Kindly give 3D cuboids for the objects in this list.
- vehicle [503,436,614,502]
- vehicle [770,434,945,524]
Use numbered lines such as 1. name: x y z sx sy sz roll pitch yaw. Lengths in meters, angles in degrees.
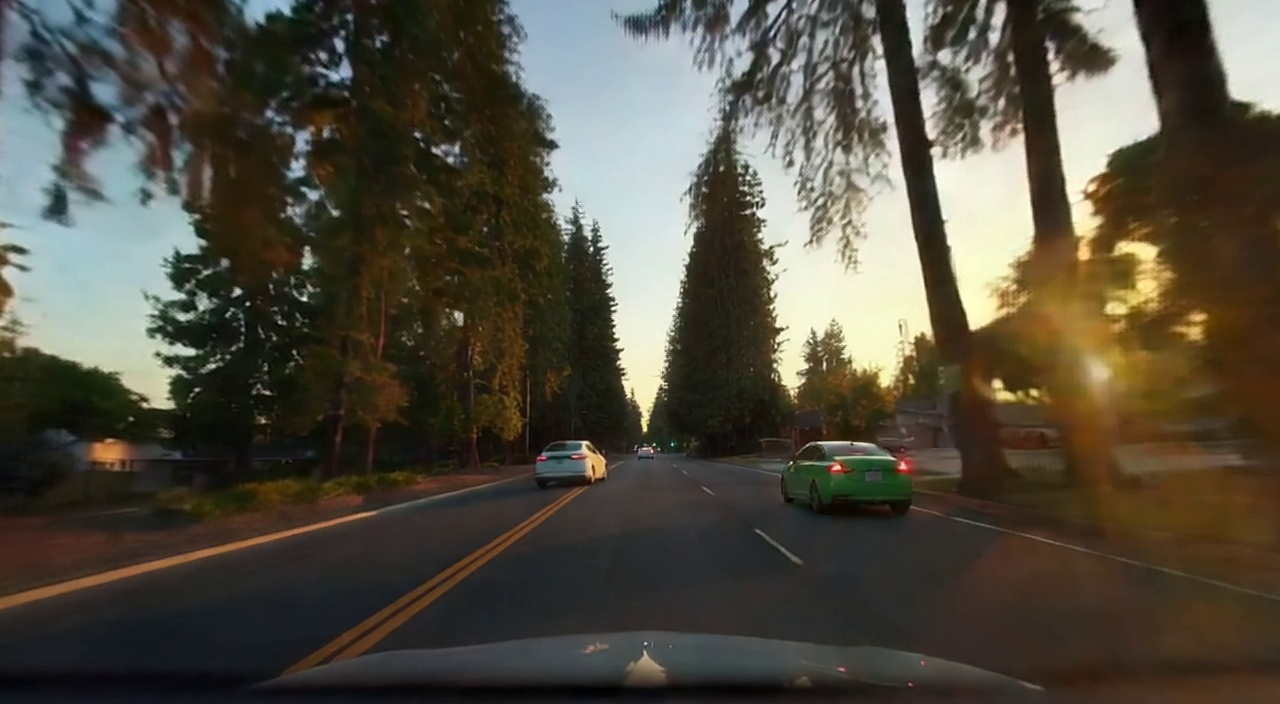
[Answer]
1. vehicle: -2.066 3.154 17.555 2.206 1.525 4.695 -2 -8 3
2. vehicle: 4.151 2.470 12.948 1.943 1.471 4.515 -1 -8 0
